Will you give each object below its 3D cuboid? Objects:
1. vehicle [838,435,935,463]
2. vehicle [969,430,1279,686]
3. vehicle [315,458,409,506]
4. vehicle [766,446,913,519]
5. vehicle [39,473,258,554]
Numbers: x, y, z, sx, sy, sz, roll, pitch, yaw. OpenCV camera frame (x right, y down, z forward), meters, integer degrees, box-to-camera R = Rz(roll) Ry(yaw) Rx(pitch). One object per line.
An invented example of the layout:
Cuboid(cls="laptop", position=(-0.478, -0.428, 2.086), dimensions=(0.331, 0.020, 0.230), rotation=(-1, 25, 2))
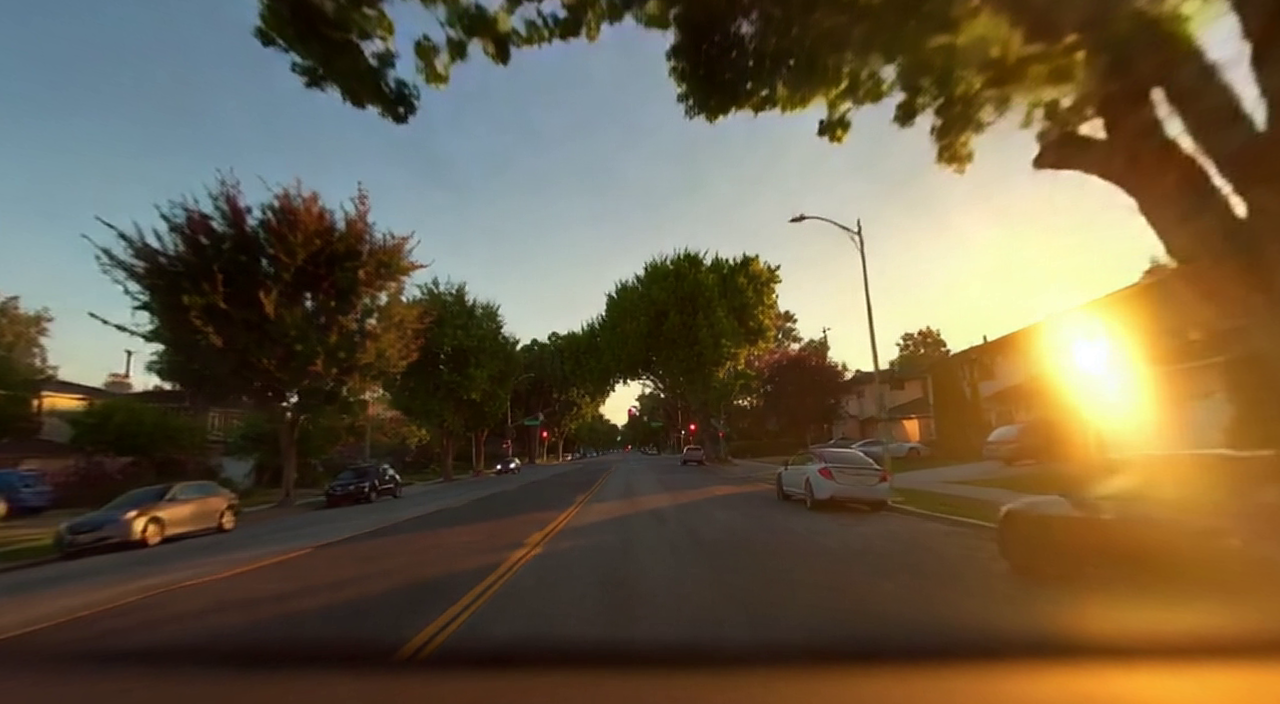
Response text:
Cuboid(cls="vehicle", position=(13.420, 5.317, 34.573), dimensions=(4.564, 1.437, 1.796), rotation=(-1, -9, 0))
Cuboid(cls="vehicle", position=(4.680, 1.360, 4.791), dimensions=(2.010, 1.461, 4.247), rotation=(0, -9, -1))
Cuboid(cls="vehicle", position=(-11.445, 5.355, 26.365), dimensions=(1.977, 1.753, 4.278), rotation=(-1, -9, 0))
Cuboid(cls="vehicle", position=(4.514, 3.011, 15.074), dimensions=(2.063, 1.444, 4.217), rotation=(0, -9, -1))
Cuboid(cls="vehicle", position=(-11.394, 3.736, 15.113), dimensions=(1.867, 1.471, 4.139), rotation=(-1, -9, 1))
